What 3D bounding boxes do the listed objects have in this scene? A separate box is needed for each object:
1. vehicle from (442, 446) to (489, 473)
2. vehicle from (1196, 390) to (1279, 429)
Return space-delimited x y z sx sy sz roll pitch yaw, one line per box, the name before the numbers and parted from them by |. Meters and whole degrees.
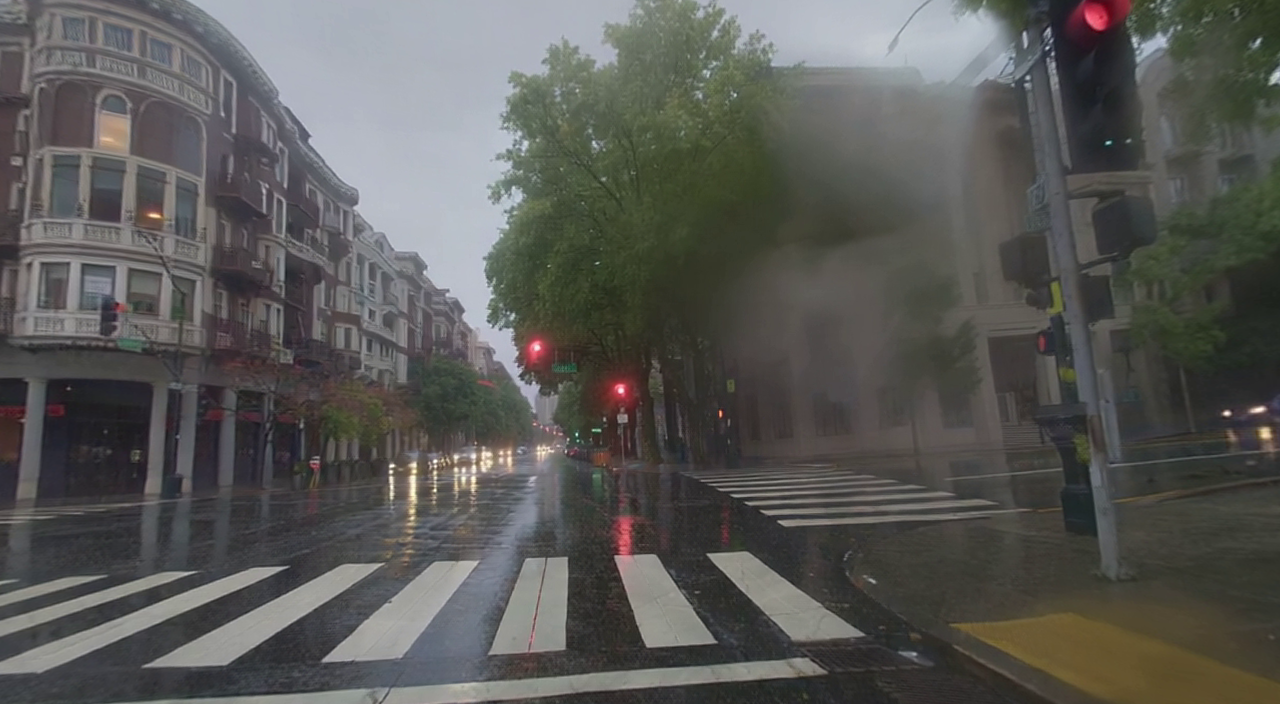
vehicle | -10.447 6.468 38.162 2.196 1.503 4.371 1 -9 -8
vehicle | 28.460 2.695 28.982 4.626 1.636 2.004 2 -9 -14
